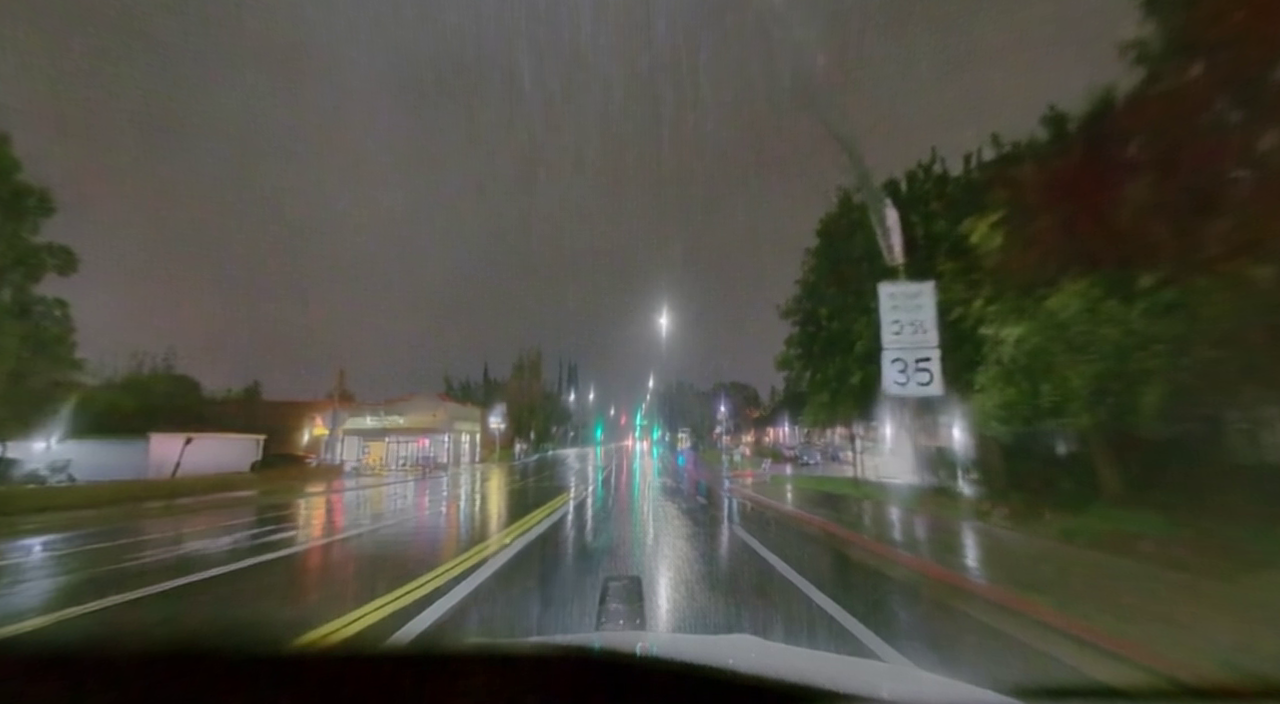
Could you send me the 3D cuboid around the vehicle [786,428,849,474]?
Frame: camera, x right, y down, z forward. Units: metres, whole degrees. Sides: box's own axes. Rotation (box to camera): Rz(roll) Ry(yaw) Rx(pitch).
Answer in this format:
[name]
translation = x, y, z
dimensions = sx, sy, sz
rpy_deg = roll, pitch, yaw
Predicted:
[vehicle]
translation = 11.144, 6.340, 40.030
dimensions = 2.001, 1.744, 4.449
rpy_deg = -4, -21, -9
